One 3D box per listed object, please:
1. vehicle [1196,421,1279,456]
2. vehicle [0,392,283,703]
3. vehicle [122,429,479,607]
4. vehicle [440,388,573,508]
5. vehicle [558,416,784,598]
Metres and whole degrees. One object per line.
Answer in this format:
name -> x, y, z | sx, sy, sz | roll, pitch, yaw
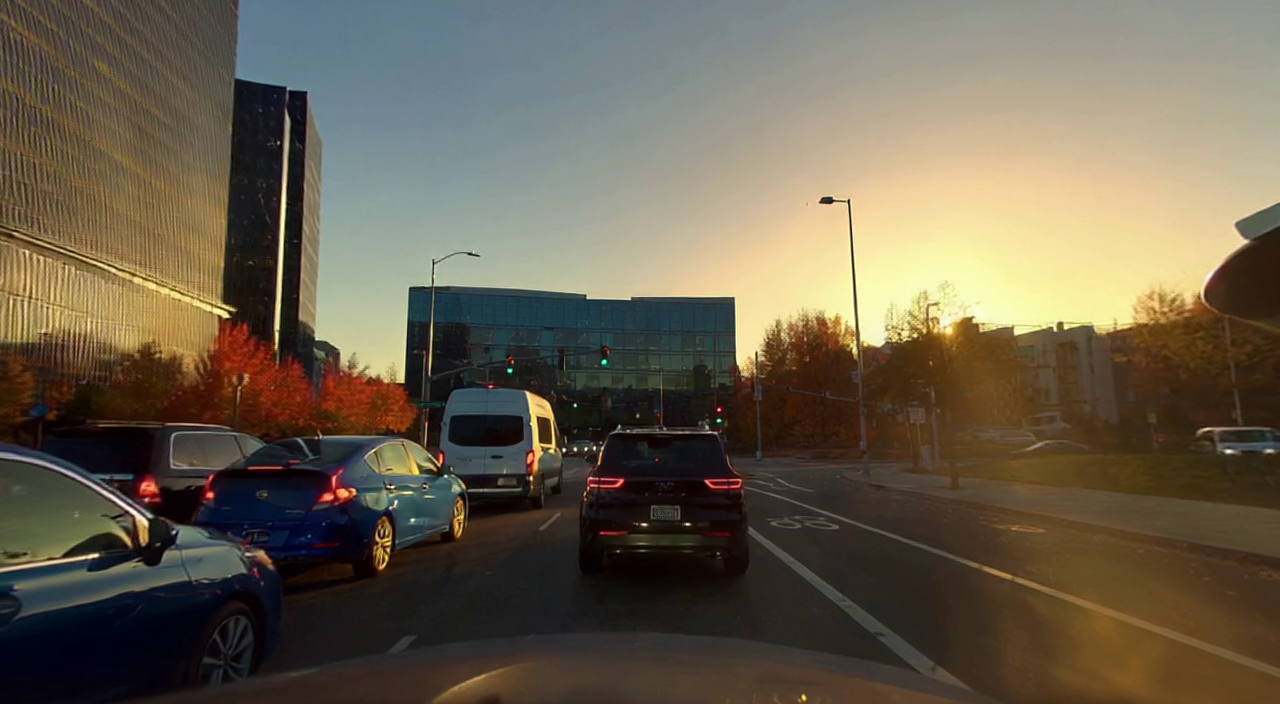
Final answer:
vehicle -> 28.377, 4.000, 28.639 | 1.762, 1.487, 4.488 | -1, -9, 1
vehicle -> -2.906, 0.819, 1.504 | 1.893, 1.491, 3.798 | 0, -9, -1
vehicle -> -3.482, 1.767, 7.578 | 1.955, 1.499, 4.223 | 0, -9, 0
vehicle -> -3.269, 2.565, 16.805 | 2.343, 2.635, 5.684 | 0, -9, 0
vehicle -> 0.195, 1.639, 7.378 | 1.979, 1.562, 3.630 | 0, -9, -3
